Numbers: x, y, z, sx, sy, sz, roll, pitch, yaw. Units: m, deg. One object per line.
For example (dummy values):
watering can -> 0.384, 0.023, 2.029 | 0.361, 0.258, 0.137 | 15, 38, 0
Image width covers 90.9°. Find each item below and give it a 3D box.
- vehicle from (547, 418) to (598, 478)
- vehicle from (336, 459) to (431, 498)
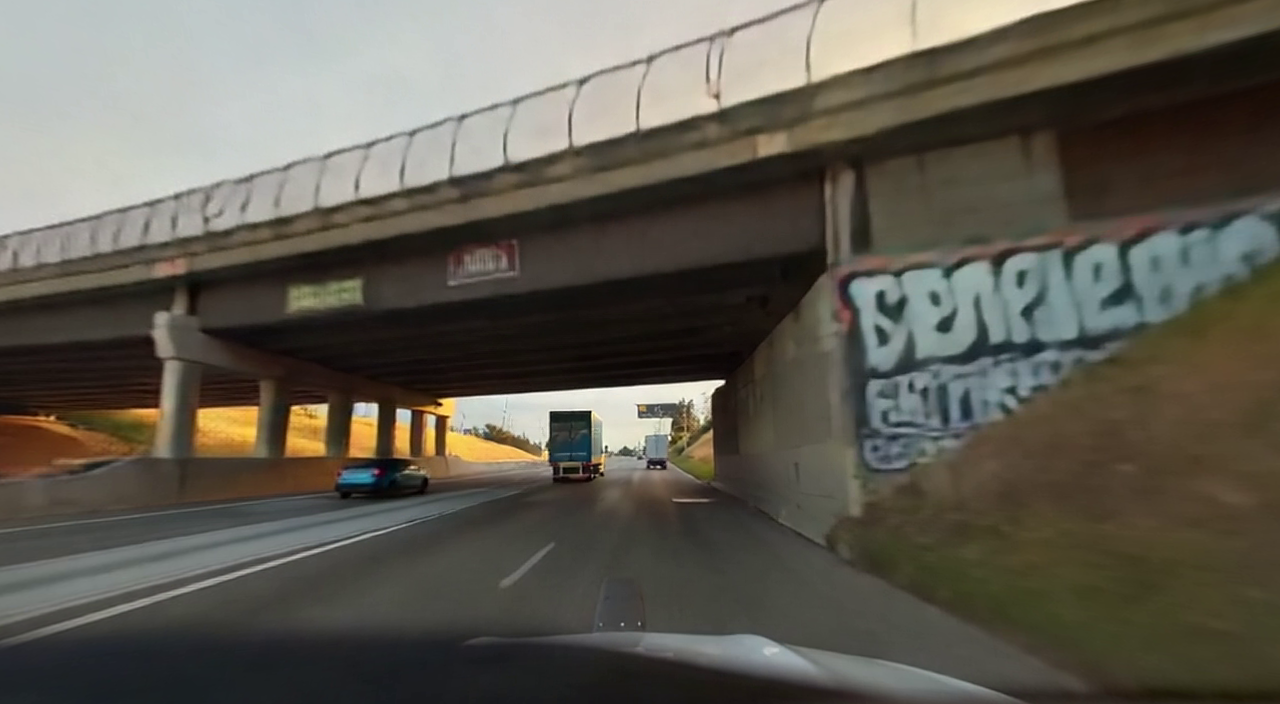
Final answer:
vehicle -> -4.927, 7.312, 47.939 | 2.955, 4.022, 8.842 | 0, -9, 0
vehicle -> -10.320, 5.098, 25.736 | 1.940, 1.381, 4.348 | -1, -9, 2
